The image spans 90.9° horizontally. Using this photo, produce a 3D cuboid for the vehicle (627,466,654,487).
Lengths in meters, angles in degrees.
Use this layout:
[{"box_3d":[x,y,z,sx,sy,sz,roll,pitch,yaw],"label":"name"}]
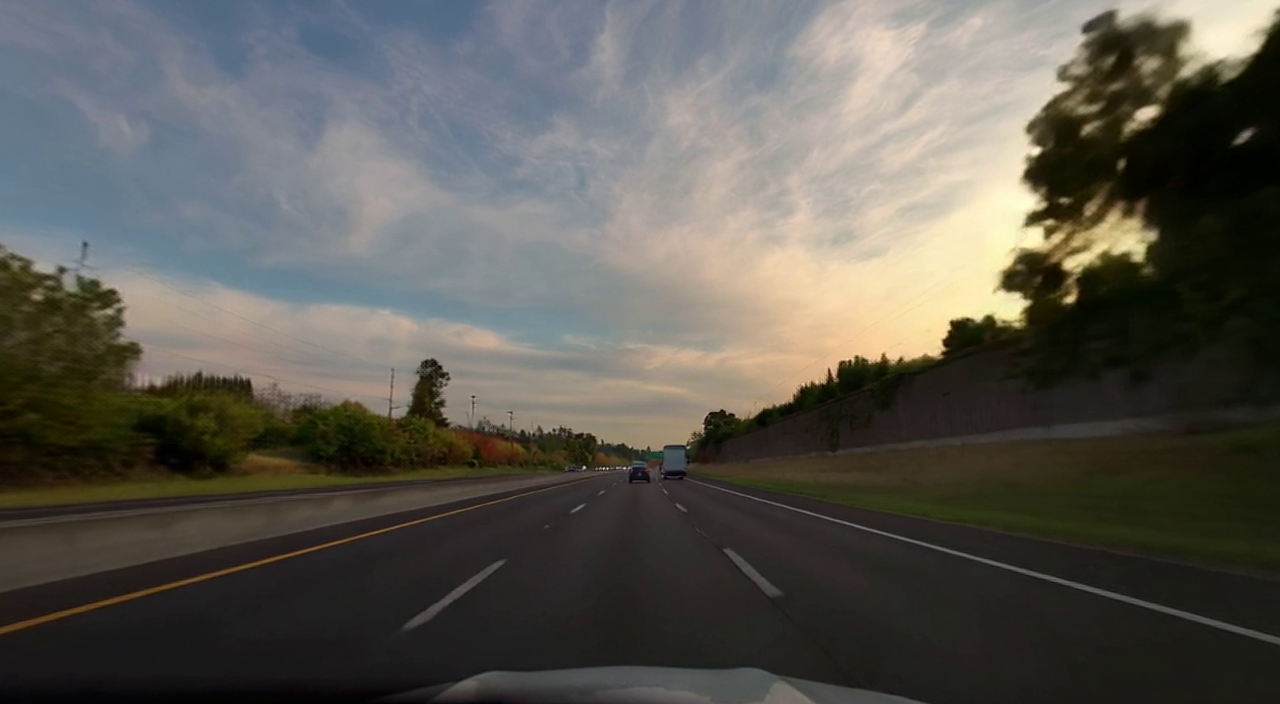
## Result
[{"box_3d":[0.037,9.592,48.586,2.015,1.478,3.920,1,-10,-1],"label":"vehicle"}]
